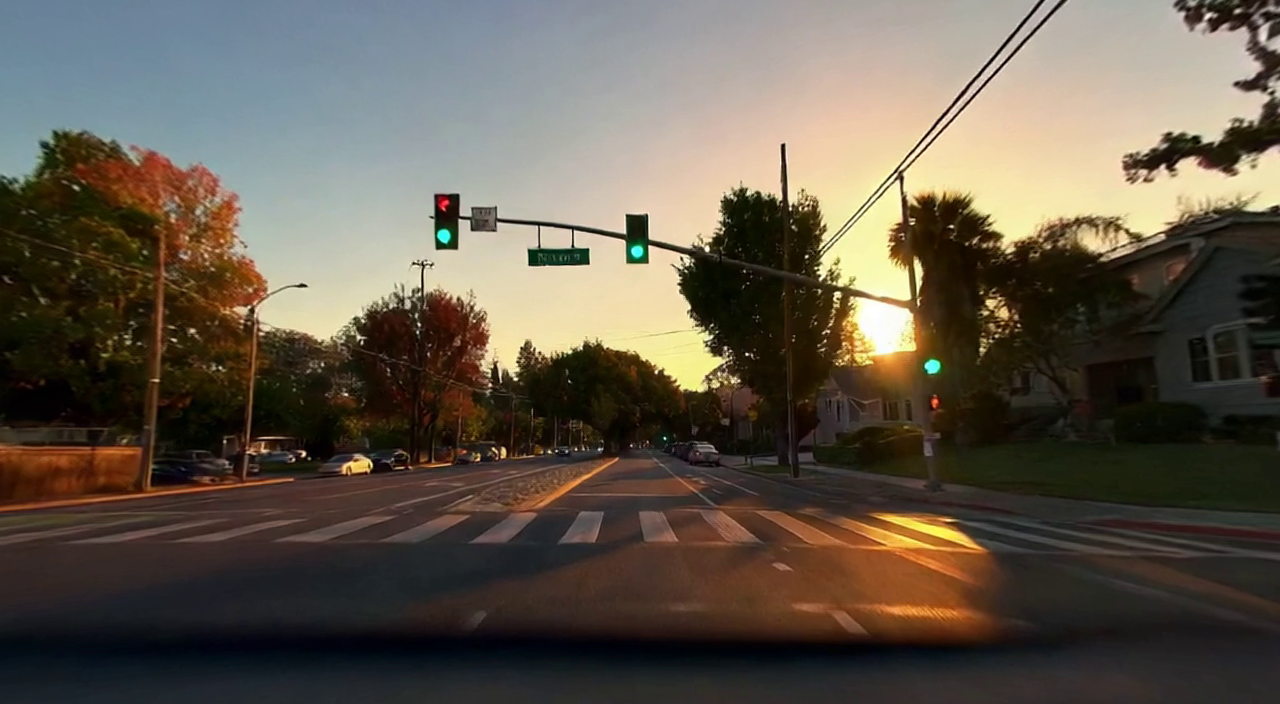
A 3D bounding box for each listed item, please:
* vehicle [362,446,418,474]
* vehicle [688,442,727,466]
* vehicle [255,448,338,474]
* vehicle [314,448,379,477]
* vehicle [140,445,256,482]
[{"bbox_3d":[-17.846,7.667,45.333,2.105,1.734,4.673,-3,-8,1],"label":"vehicle"},{"bbox_3d":[4.381,6.709,41.702,1.927,1.523,4.668,0,-8,-2],"label":"vehicle"},{"bbox_3d":[-23.540,7.482,43.442,4.670,1.486,1.864,-3,-8,1],"label":"vehicle"},{"bbox_3d":[-17.856,6.710,38.669,1.896,1.661,4.191,0,-8,1],"label":"vehicle"},{"bbox_3d":[-23.290,5.872,33.454,4.488,1.810,2.003,1,-9,-9],"label":"vehicle"}]
